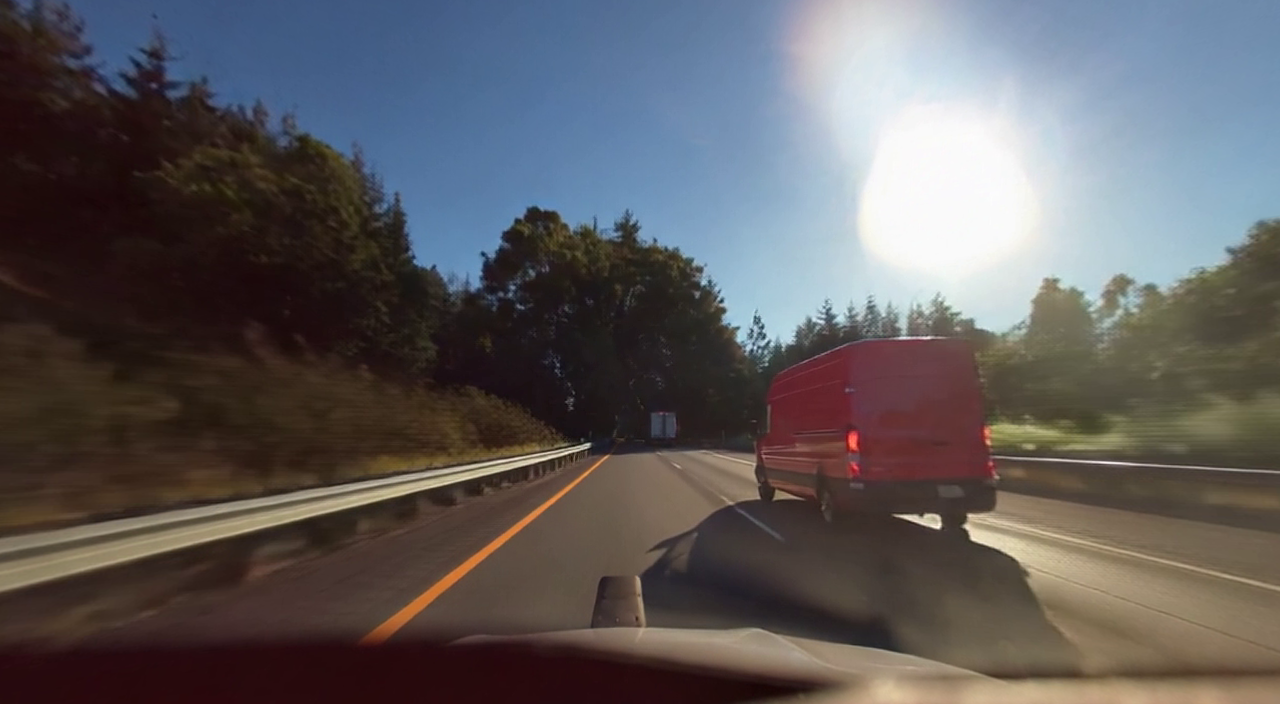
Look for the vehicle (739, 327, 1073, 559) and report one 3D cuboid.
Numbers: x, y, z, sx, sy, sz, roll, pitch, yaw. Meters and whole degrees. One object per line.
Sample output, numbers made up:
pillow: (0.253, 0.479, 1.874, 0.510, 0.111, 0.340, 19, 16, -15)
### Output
vehicle: (3.448, 1.399, 10.144, 2.570, 2.596, 6.082, 0, -8, -1)
